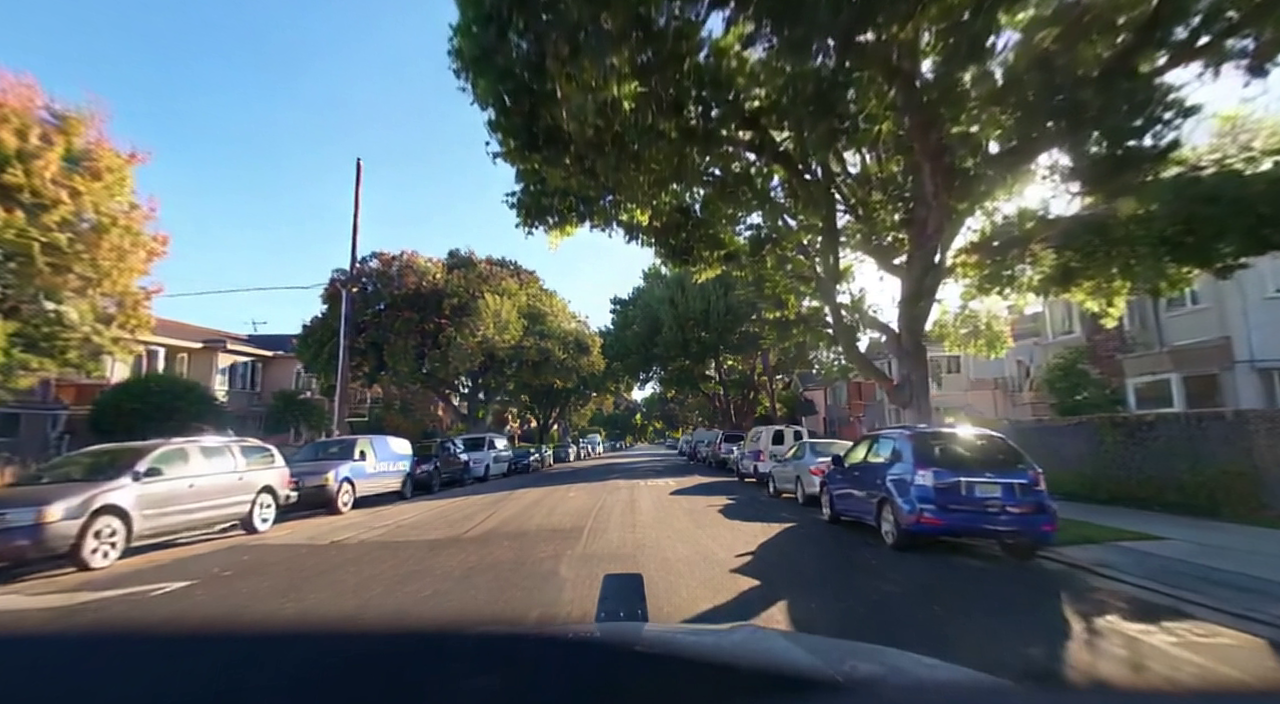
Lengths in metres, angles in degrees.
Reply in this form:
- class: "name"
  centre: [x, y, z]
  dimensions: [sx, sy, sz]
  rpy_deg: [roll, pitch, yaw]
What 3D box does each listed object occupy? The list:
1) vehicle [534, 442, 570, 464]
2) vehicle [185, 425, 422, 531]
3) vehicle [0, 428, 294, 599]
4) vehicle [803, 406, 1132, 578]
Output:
- class: "vehicle"
  centre: [-6.447, 7.431, 46.851]
  dimensions: [1.869, 1.467, 4.921]
  rpy_deg: [-1, -8, 1]
- class: "vehicle"
  centre: [-7.130, 2.738, 14.476]
  dimensions: [1.965, 1.797, 6.086]
  rpy_deg: [-3, -9, 2]
- class: "vehicle"
  centre: [-7.133, 1.984, 8.863]
  dimensions: [1.898, 1.715, 4.537]
  rpy_deg: [-3, -7, 2]
- class: "vehicle"
  centre: [3.983, 1.760, 8.993]
  dimensions: [1.903, 1.714, 5.092]
  rpy_deg: [0, -8, -1]
